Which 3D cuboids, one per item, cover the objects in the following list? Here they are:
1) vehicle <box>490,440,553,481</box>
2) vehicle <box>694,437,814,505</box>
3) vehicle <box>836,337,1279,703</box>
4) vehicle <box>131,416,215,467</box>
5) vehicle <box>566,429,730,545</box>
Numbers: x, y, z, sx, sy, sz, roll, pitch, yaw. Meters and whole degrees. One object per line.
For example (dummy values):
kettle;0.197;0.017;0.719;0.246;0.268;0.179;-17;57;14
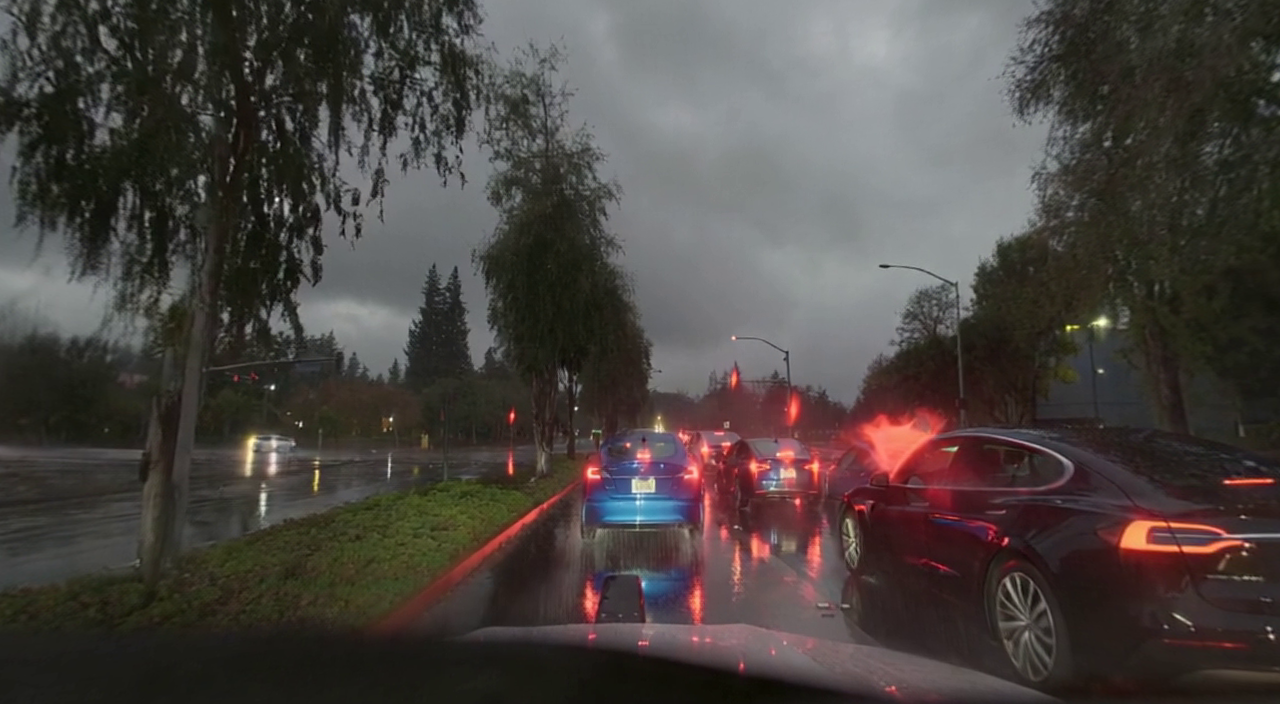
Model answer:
vehicle;-4.635;4.285;25.250;1.972;1.457;4.171;0;-8;-4
vehicle;2.696;2.930;16.028;2.058;1.466;4.208;0;-8;-3
vehicle;3.185;1.104;4.304;2.167;1.676;4.443;0;-8;-1
vehicle;-29.267;5.613;39.699;2.608;2.990;3.026;2;-8;3
vehicle;0.023;2.079;10.439;2.147;1.499;4.240;0;-8;-2
